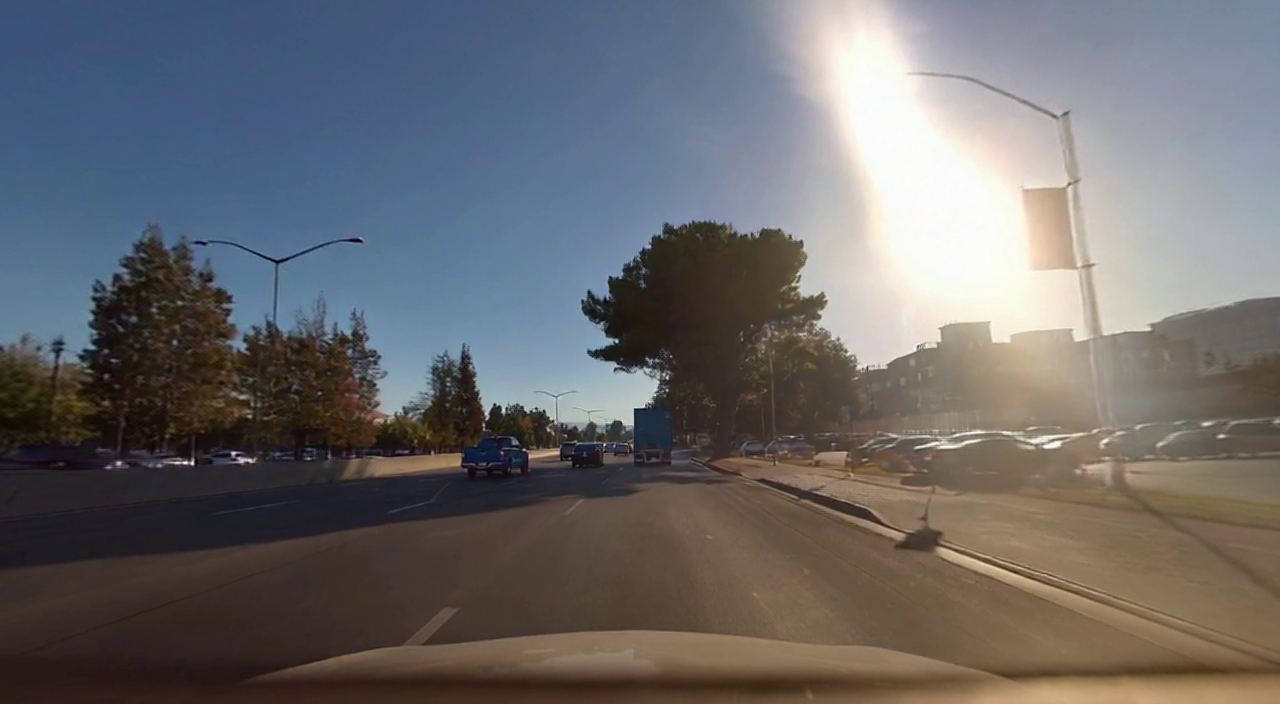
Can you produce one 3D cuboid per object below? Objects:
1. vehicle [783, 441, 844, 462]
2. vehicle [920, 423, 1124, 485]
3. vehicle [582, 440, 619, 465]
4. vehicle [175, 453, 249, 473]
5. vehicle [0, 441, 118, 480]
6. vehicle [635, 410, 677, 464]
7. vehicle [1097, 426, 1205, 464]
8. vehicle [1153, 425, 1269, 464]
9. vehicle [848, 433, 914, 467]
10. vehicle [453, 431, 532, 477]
[{"bbox_3d":[12.928,7.434,47.116,4.031,1.468,1.738,0,-8,0],"label":"vehicle"},{"bbox_3d":[10.443,2.819,17.493,4.346,1.595,1.964,0,-9,0],"label":"vehicle"},{"bbox_3d":[-2.709,7.018,44.178,2.114,1.663,4.381,0,-8,2],"label":"vehicle"},{"bbox_3d":[-33.627,8.726,49.587,4.409,1.480,2.092,-1,-9,3],"label":"vehicle"},{"bbox_3d":[-34.125,6.213,36.198,6.188,2.110,2.333,-1,-9,3],"label":"vehicle"},{"bbox_3d":[1.135,6.494,47.798,2.905,3.644,8.441,0,-8,1],"label":"vehicle"},{"bbox_3d":[26.127,4.805,32.434,1.983,1.815,4.297,0,-8,2],"label":"vehicle"},{"bbox_3d":[29.009,4.741,32.235,1.993,1.847,4.222,0,-8,1],"label":"vehicle"},{"bbox_3d":[12.616,5.163,33.310,1.880,1.642,4.523,0,-8,2],"label":"vehicle"},{"bbox_3d":[-6.597,4.634,28.898,2.149,1.893,5.187,-1,-8,2],"label":"vehicle"}]
